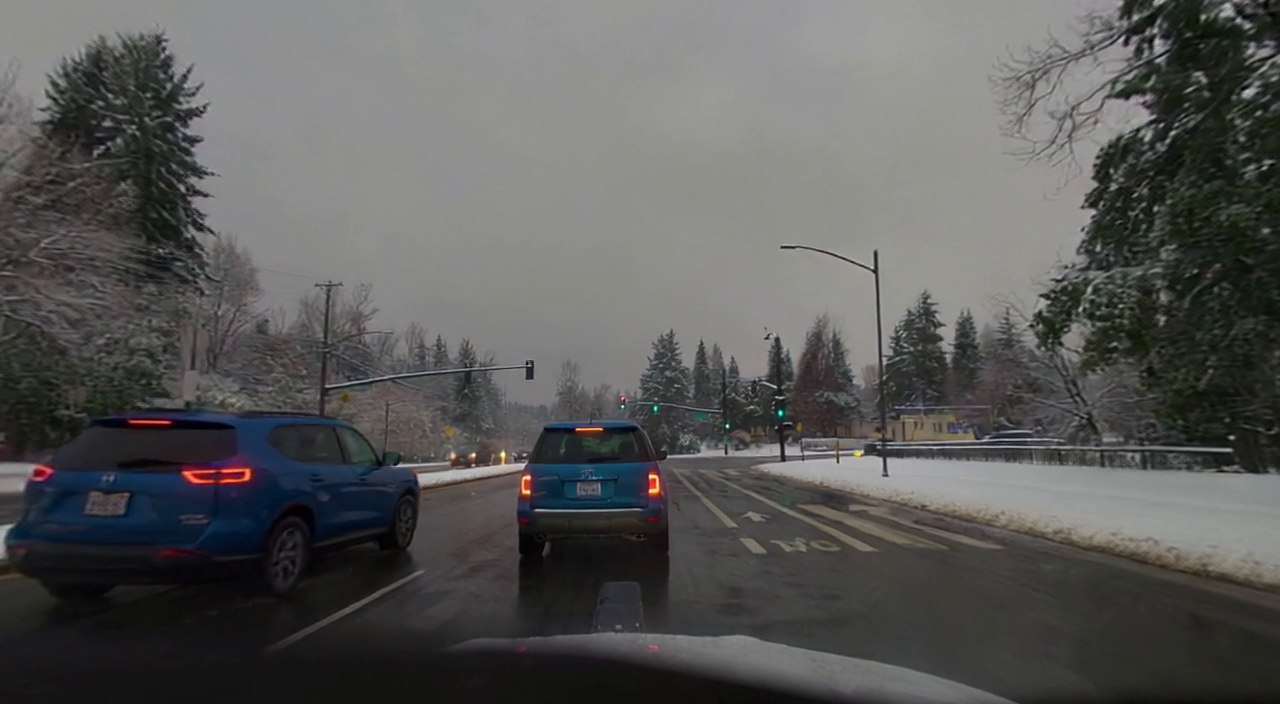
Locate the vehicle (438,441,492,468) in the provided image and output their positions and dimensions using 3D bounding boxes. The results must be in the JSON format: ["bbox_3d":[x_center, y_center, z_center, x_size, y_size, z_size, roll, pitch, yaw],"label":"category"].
[{"bbox_3d":[-11.176,6.570,40.712,2.070,1.635,4.559,0,-8,1],"label":"vehicle"}]

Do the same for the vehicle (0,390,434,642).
[{"bbox_3d":[-3.946,1.418,6.536,2.009,1.673,4.454,0,-8,2],"label":"vehicle"}]

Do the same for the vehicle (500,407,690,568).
[{"bbox_3d":[-0.460,1.892,9.667,2.131,1.793,5.016,0,-8,1],"label":"vehicle"}]
